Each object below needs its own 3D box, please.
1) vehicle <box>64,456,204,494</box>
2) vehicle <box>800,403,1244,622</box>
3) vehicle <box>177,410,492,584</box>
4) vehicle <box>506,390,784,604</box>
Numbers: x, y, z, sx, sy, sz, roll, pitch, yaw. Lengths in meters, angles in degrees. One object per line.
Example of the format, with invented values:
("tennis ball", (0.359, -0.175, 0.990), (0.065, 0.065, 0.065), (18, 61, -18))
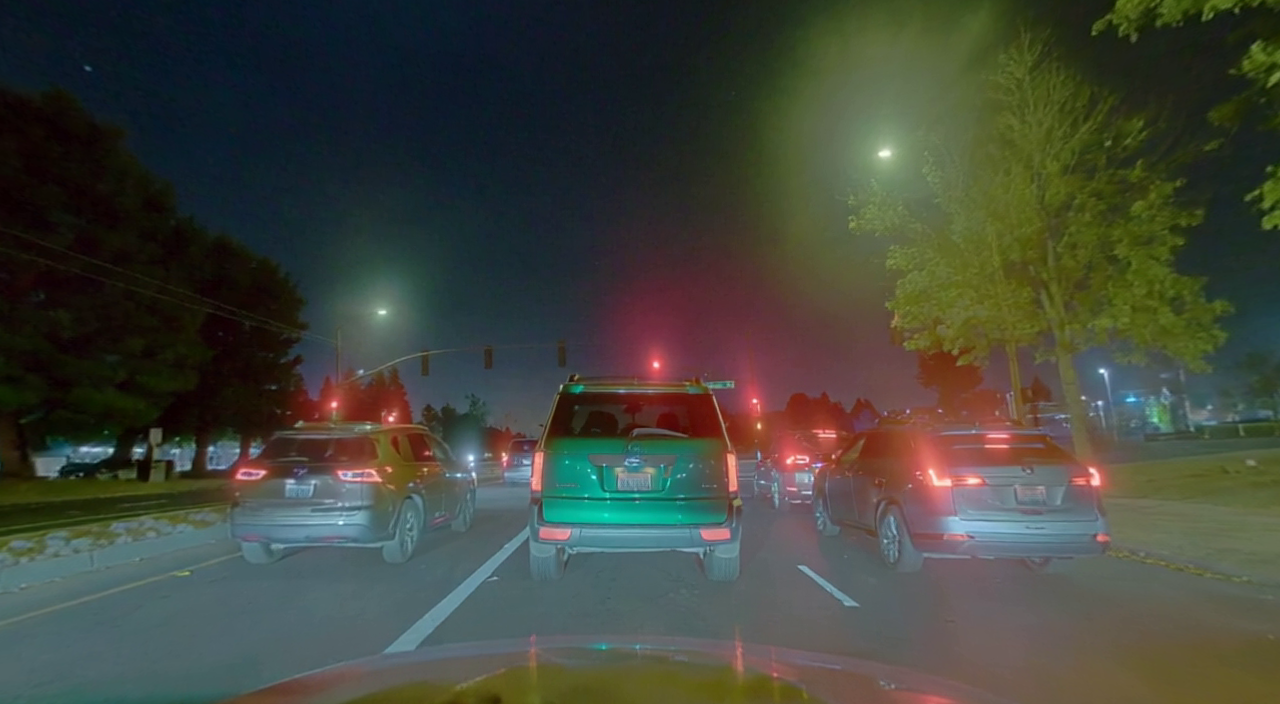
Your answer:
("vehicle", (-22.332, 5.413, 28.201), (2.312, 1.443, 4.684), (0, -9, 1))
("vehicle", (3.477, 1.549, 7.045), (2.202, 1.657, 4.298), (0, -9, -1))
("vehicle", (-3.377, 1.679, 8.076), (1.961, 1.639, 4.064), (0, -9, 0))
("vehicle", (0.024, 1.490, 7.248), (2.294, 1.761, 3.857), (0, -9, -1))
